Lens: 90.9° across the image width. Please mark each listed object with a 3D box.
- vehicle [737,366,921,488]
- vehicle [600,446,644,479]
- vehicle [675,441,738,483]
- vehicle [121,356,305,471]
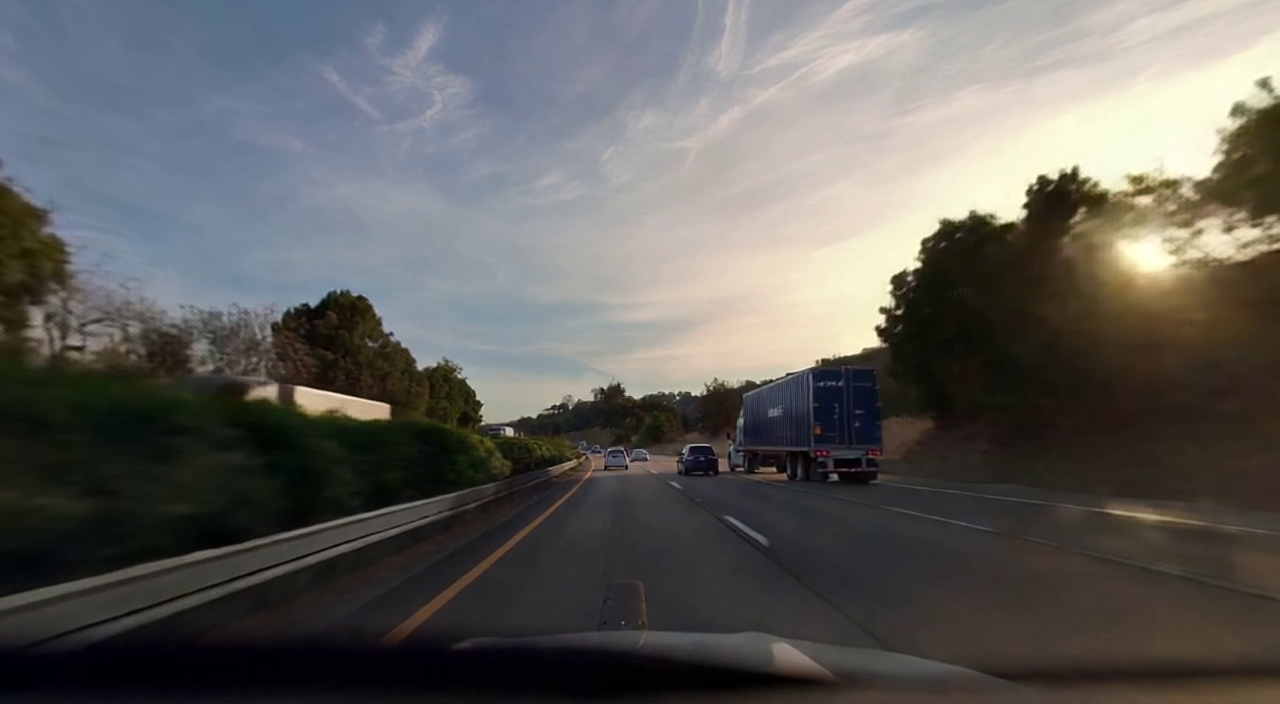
[{"bbox_3d":[7.259,3.535,27.744,2.965,3.990,14.227,1,-9,-3],"label":"vehicle"},{"bbox_3d":[-0.913,5.507,31.651,2.050,1.534,3.771,0,-9,-2],"label":"vehicle"},{"bbox_3d":[2.720,4.638,26.687,2.013,1.623,3.916,0,-9,-3],"label":"vehicle"},{"bbox_3d":[-16.352,2.565,24.833,2.932,3.994,6.031,0,-9,-1],"label":"vehicle"}]
